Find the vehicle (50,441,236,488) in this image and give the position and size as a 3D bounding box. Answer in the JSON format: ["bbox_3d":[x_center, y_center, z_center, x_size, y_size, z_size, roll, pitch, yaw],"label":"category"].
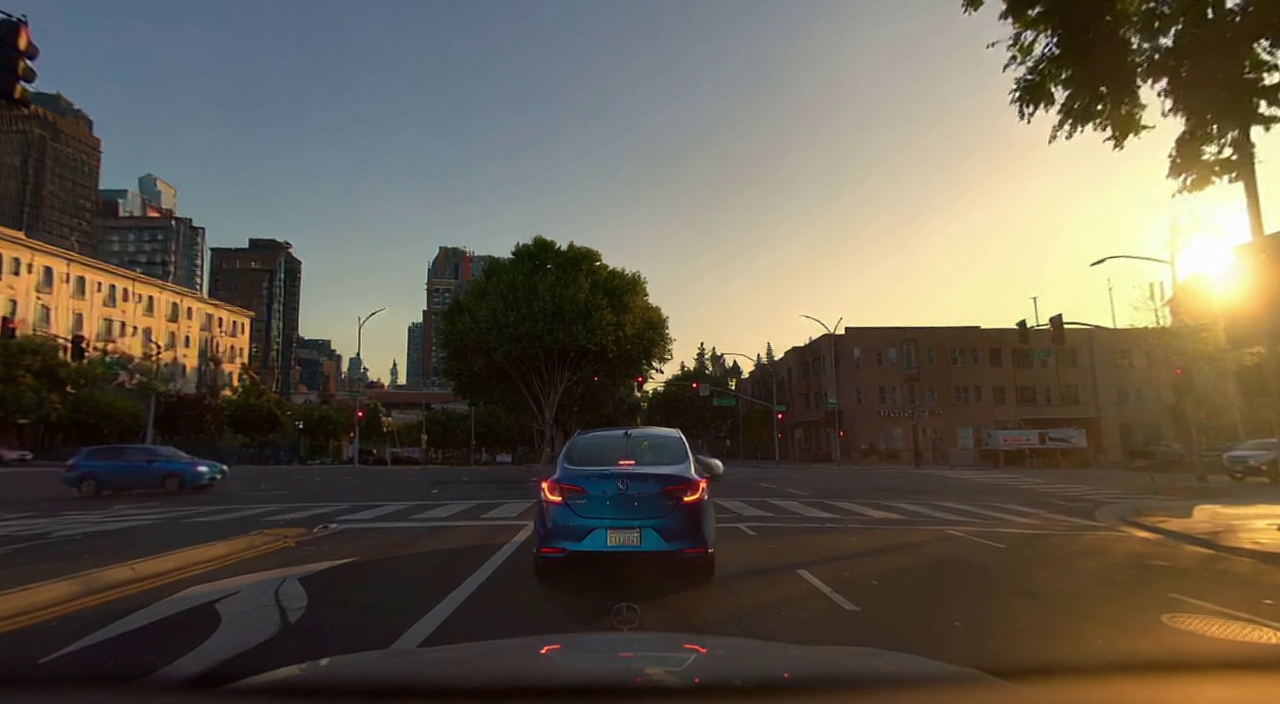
[{"bbox_3d":[-17.673,4.008,22.686,4.891,1.591,2.067,0,-8,0],"label":"vehicle"}]

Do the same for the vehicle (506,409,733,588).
[{"bbox_3d":[-0.220,1.628,7.797,2.066,1.618,3.922,0,-8,-1],"label":"vehicle"}]
